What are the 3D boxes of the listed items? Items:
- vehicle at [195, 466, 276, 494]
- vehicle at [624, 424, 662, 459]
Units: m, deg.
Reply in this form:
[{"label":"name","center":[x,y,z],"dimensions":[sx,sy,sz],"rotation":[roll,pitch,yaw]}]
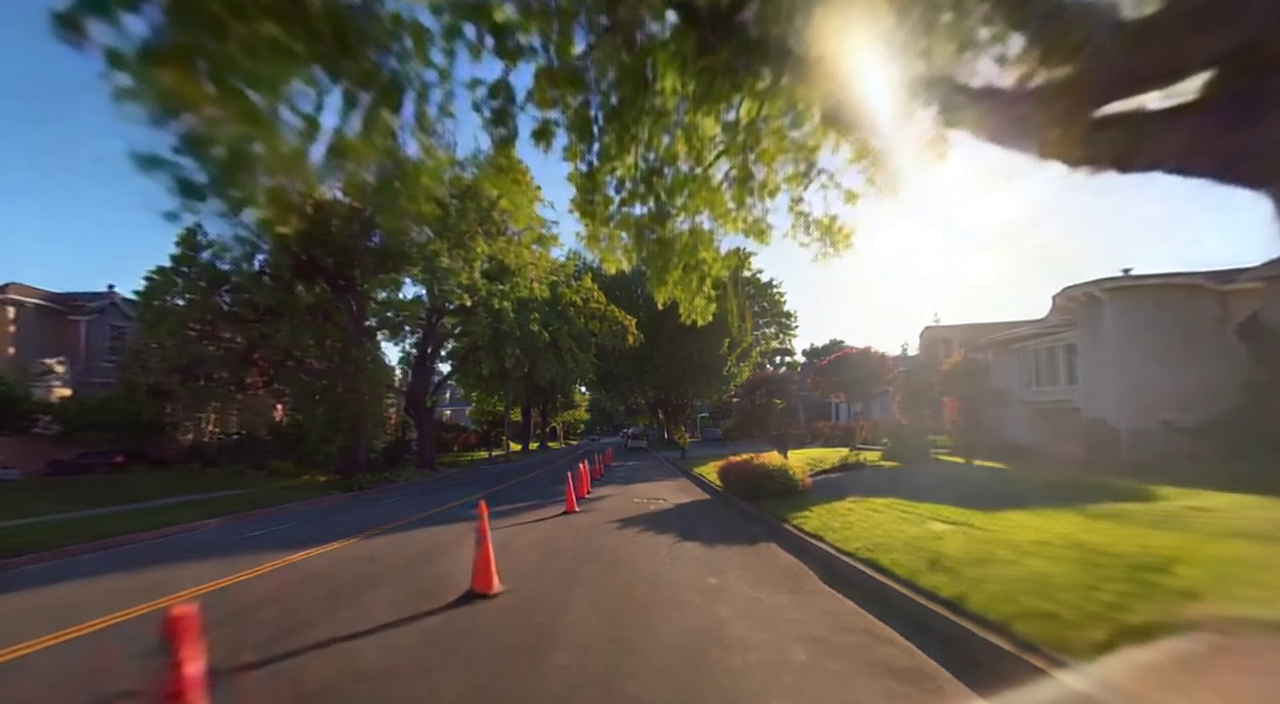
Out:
[{"label":"vehicle","center":[-25.063,7.887,39.115],"dimensions":[4.314,1.583,1.779],"rotation":[-3,-9,18]},{"label":"vehicle","center":[0.116,5.575,39.283],"dimensions":[2.169,2.015,5.206],"rotation":[0,-8,-1]}]
